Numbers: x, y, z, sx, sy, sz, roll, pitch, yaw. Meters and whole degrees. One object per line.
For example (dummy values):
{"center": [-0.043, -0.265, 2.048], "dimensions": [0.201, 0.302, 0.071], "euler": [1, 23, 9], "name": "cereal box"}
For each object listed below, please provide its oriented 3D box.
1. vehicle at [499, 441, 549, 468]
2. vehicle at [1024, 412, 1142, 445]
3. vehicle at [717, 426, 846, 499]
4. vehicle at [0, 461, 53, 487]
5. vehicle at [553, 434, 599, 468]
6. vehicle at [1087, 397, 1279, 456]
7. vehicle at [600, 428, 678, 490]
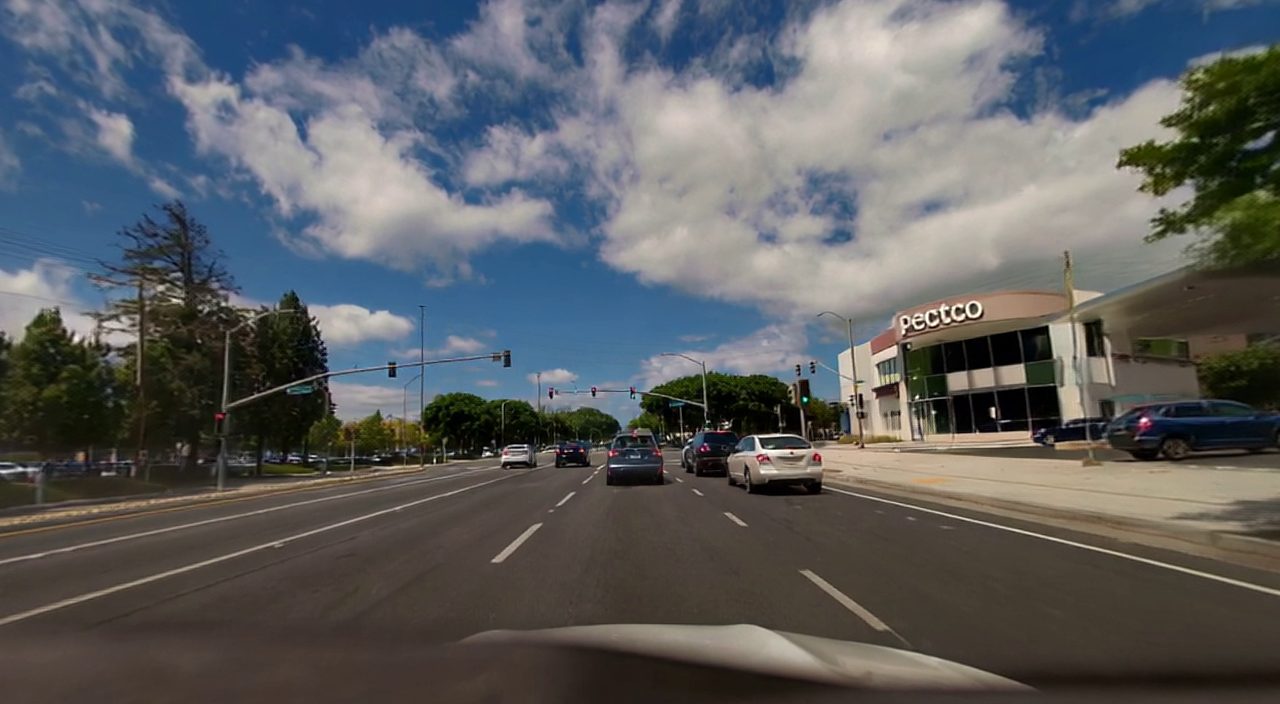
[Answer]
{"center": [-6.635, 5.917, 36.625], "dimensions": [1.954, 1.473, 4.350], "euler": [0, -8, 1], "name": "vehicle"}
{"center": [23.872, 4.155, 34.176], "dimensions": [4.854, 1.712, 2.017], "euler": [0, -8, -1], "name": "vehicle"}
{"center": [3.550, 2.890, 16.864], "dimensions": [2.198, 1.660, 4.512], "euler": [0, -8, -3], "name": "vehicle"}
{"center": [-38.906, 7.447, 38.672], "dimensions": [1.801, 1.434, 4.245], "euler": [0, -8, 0], "name": "vehicle"}
{"center": [-3.568, 5.614, 35.940], "dimensions": [2.106, 1.778, 4.444], "euler": [0, -8, 0], "name": "vehicle"}
{"center": [15.408, 2.103, 17.574], "dimensions": [4.344, 1.512, 1.936], "euler": [-1, -8, 4], "name": "vehicle"}
{"center": [-0.118, 3.269, 19.553], "dimensions": [2.146, 1.685, 4.003], "euler": [0, -8, -2], "name": "vehicle"}
